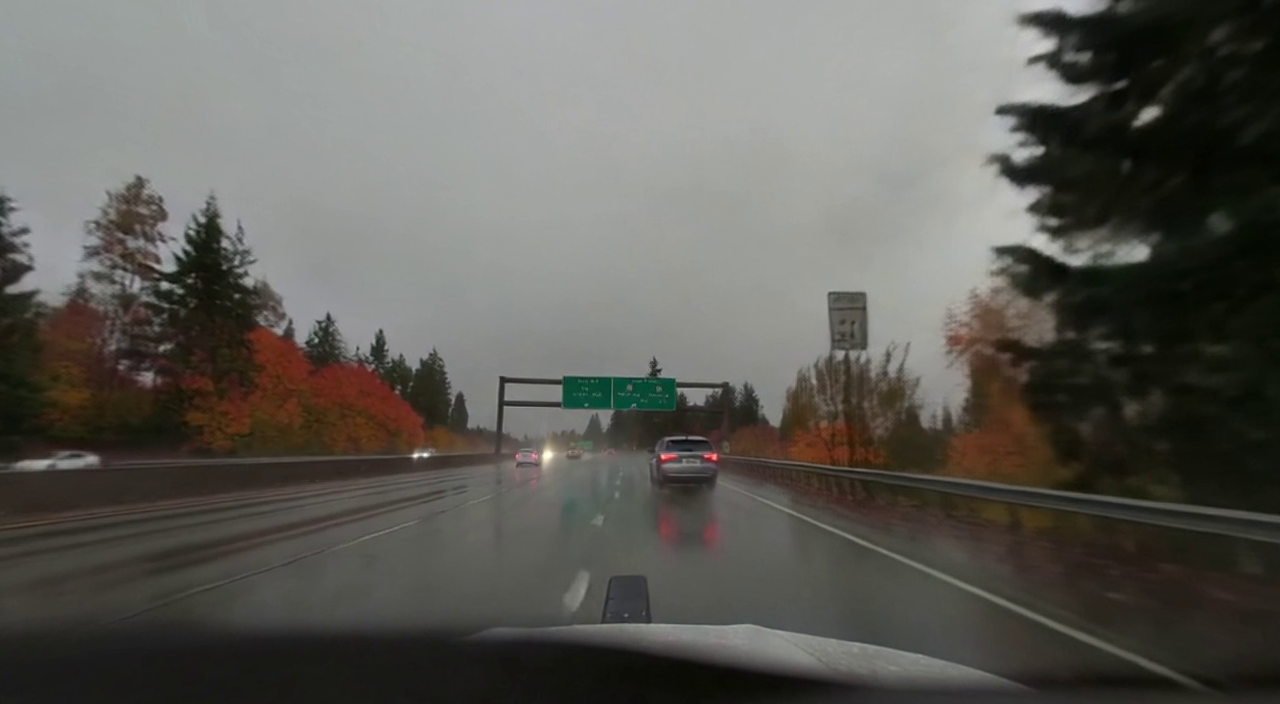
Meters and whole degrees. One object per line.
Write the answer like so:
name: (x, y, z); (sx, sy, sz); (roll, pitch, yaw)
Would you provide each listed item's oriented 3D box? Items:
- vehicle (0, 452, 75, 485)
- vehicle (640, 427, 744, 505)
vehicle: (-31.329, 5.795, 31.596); (1.835, 1.492, 4.512); (0, -8, -1)
vehicle: (1.156, 2.852, 16.185); (2.120, 1.706, 4.226); (0, -8, -2)
